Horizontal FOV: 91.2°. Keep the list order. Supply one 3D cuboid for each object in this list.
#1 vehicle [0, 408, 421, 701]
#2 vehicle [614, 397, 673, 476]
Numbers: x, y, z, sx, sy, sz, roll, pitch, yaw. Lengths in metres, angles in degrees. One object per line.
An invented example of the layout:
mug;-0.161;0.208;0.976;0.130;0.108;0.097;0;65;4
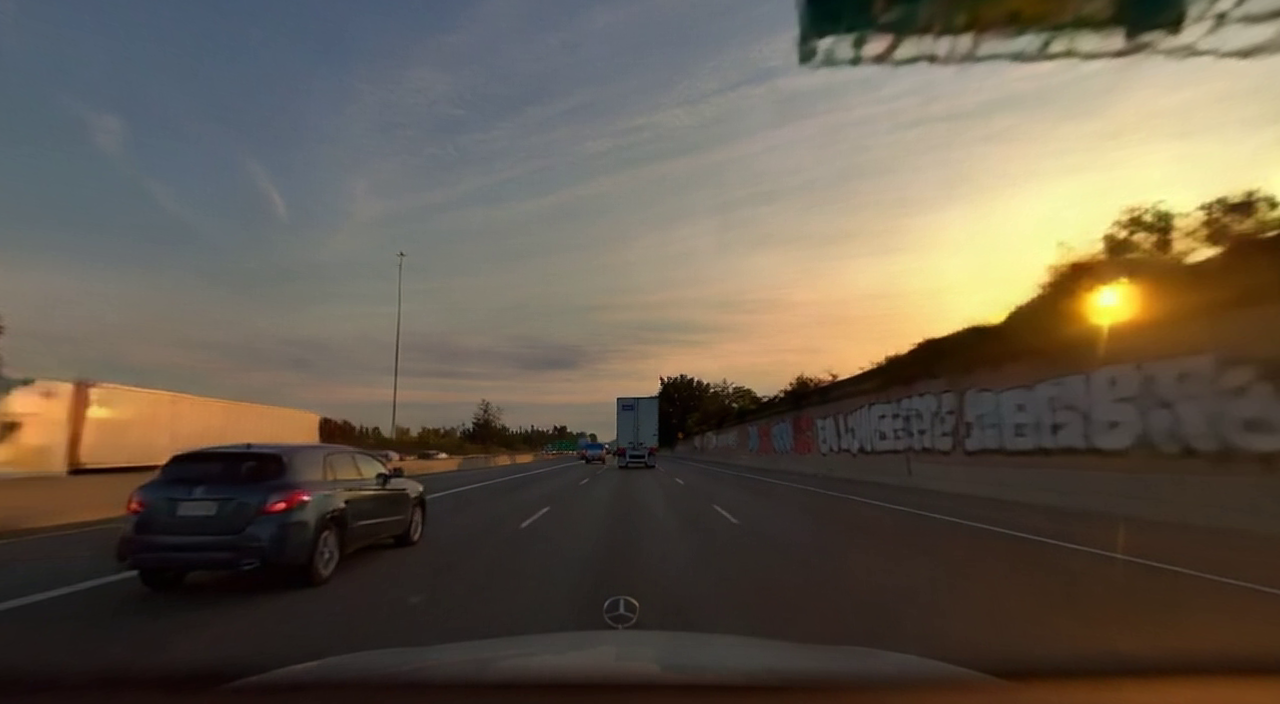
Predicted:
vehicle;-3.713;1.392;5.410;2.158;1.538;4.047;0;-9;0
vehicle;-0.002;5.147;37.635;3.042;4.023;10.832;0;-9;-2
